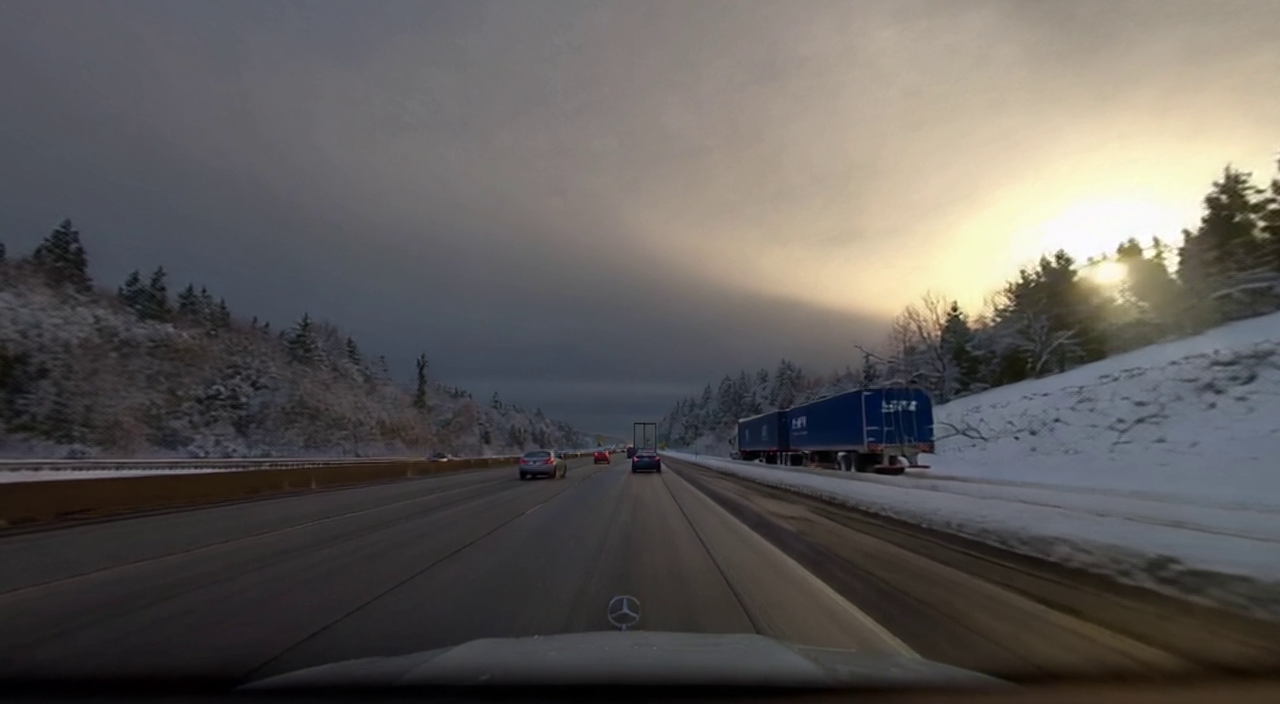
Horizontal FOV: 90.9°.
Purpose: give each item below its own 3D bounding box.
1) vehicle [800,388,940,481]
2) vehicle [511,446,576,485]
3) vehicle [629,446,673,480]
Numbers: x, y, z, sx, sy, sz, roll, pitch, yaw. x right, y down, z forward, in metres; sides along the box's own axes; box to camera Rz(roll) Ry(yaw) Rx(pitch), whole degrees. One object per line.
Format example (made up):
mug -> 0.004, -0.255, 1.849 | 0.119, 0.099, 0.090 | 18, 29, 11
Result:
vehicle -> 11.886, 4.677, 34.713 | 2.926, 4.094, 13.856 | 0, -9, 2
vehicle -> -3.986, 4.777, 26.876 | 2.018, 1.504, 4.431 | 0, -9, 1
vehicle -> 0.463, 5.265, 30.034 | 1.991, 1.507, 3.391 | 0, -9, -1
